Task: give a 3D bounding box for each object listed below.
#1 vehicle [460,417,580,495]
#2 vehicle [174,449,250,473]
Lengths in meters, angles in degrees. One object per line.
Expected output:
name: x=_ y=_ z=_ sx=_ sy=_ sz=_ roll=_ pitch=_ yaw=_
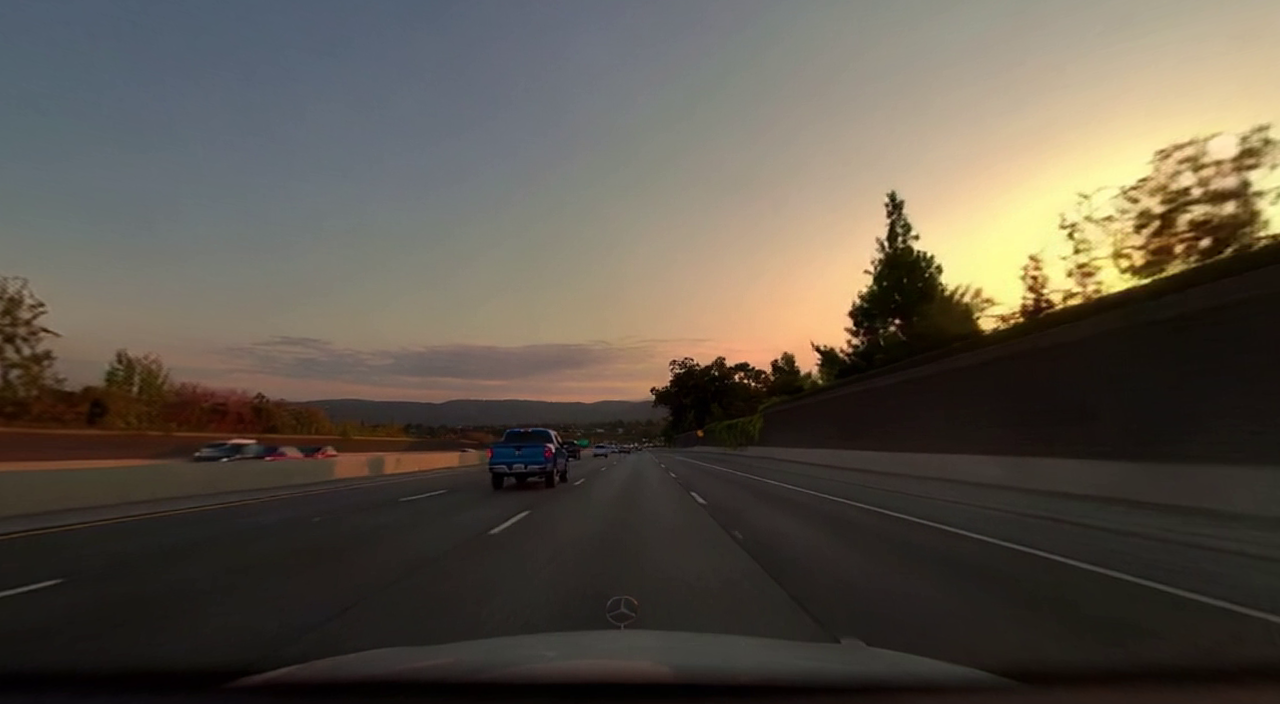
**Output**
vehicle: x=-3.643 y=3.364 z=20.758 sx=2.604 sy=2.170 sz=6.271 roll=0 pitch=-8 yaw=1
vehicle: x=-29.035 y=7.364 z=42.925 sx=1.870 sy=1.505 sz=4.541 roll=0 pitch=-8 yaw=1
